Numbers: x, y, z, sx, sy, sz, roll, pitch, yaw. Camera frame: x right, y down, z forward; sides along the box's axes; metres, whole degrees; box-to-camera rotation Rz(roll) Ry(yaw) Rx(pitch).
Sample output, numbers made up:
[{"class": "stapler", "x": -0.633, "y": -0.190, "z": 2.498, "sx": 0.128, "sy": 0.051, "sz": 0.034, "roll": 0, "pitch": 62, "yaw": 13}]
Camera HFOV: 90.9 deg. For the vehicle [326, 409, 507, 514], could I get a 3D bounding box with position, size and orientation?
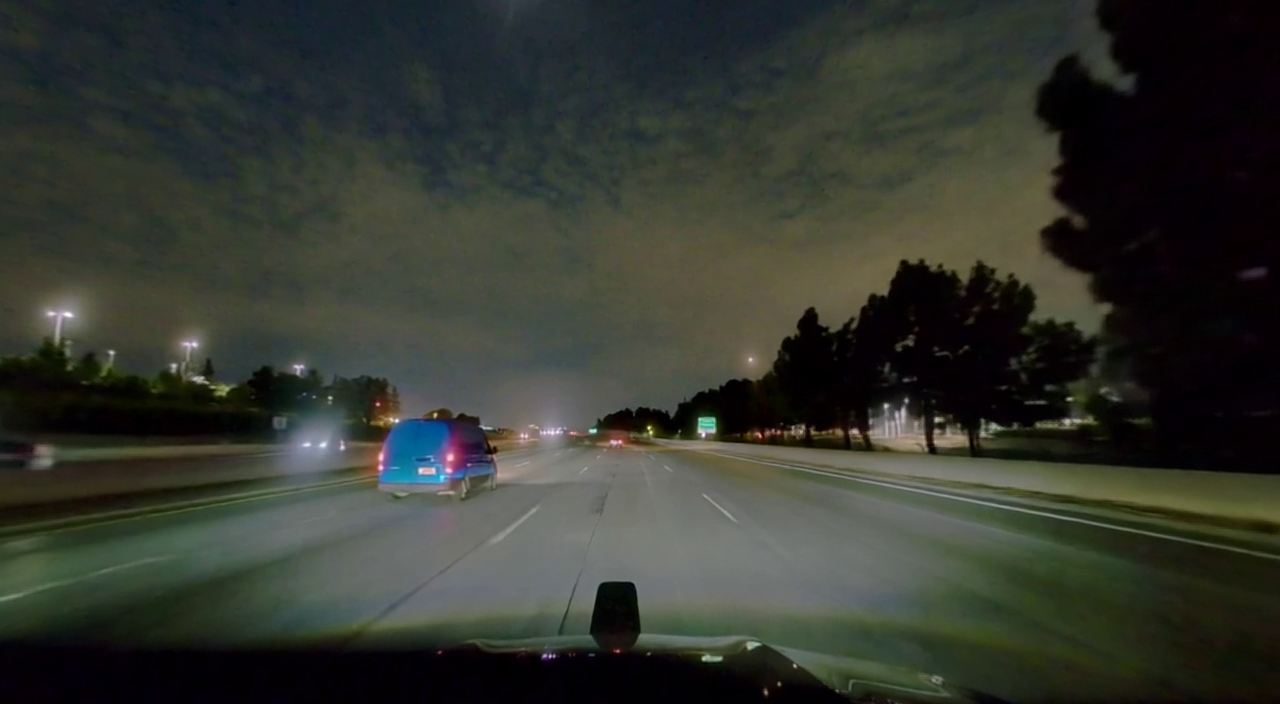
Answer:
[{"class": "vehicle", "x": -4.410, "y": 2.231, "z": 13.433, "sx": 2.219, "sy": 1.827, "sz": 4.738, "roll": 0, "pitch": -8, "yaw": -1}]
